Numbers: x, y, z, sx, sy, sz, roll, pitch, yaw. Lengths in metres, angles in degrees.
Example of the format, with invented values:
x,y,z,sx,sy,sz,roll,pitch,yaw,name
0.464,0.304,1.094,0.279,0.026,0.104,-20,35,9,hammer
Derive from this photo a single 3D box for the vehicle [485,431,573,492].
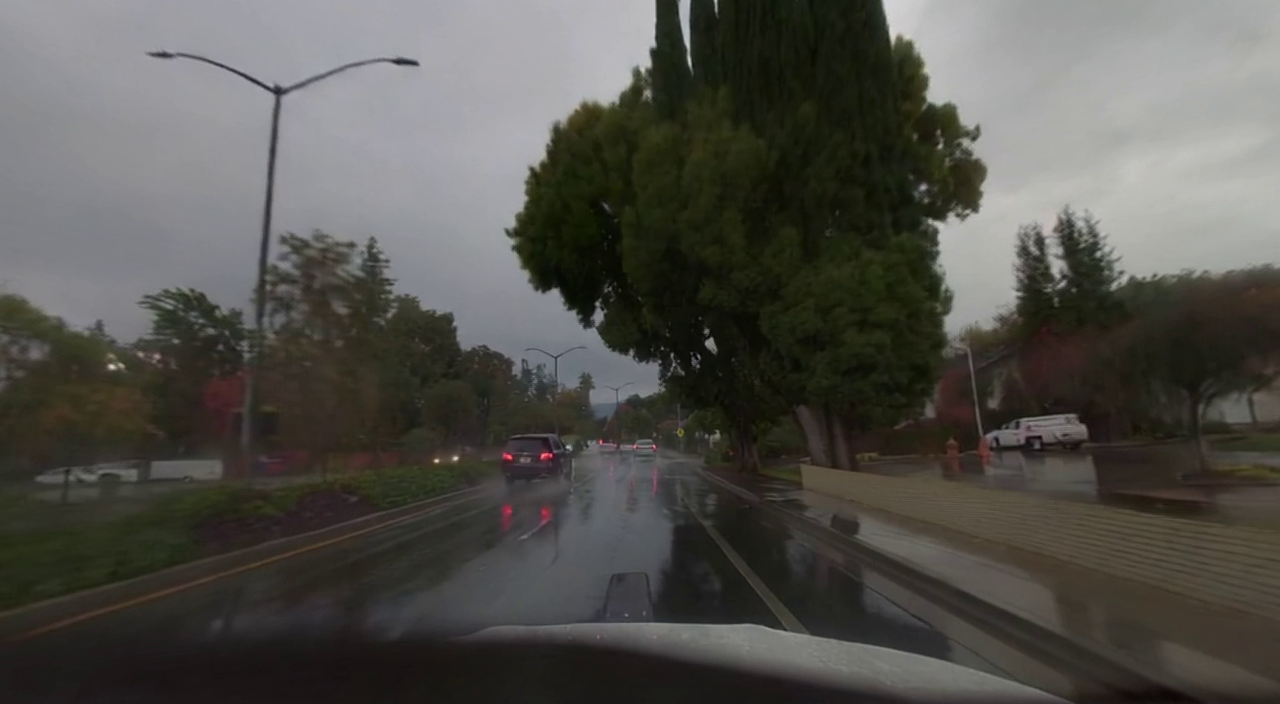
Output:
x,y,z,sx,sy,sz,roll,pitch,yaw,name
-3.517,3.572,20.919,2.073,1.770,4.302,0,-8,1,vehicle

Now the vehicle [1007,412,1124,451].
x,y,z,sx,sy,sz,roll,pitch,yaw,name
17.876,3.445,26.854,1.939,1.477,5.129,-1,-9,7,vehicle
